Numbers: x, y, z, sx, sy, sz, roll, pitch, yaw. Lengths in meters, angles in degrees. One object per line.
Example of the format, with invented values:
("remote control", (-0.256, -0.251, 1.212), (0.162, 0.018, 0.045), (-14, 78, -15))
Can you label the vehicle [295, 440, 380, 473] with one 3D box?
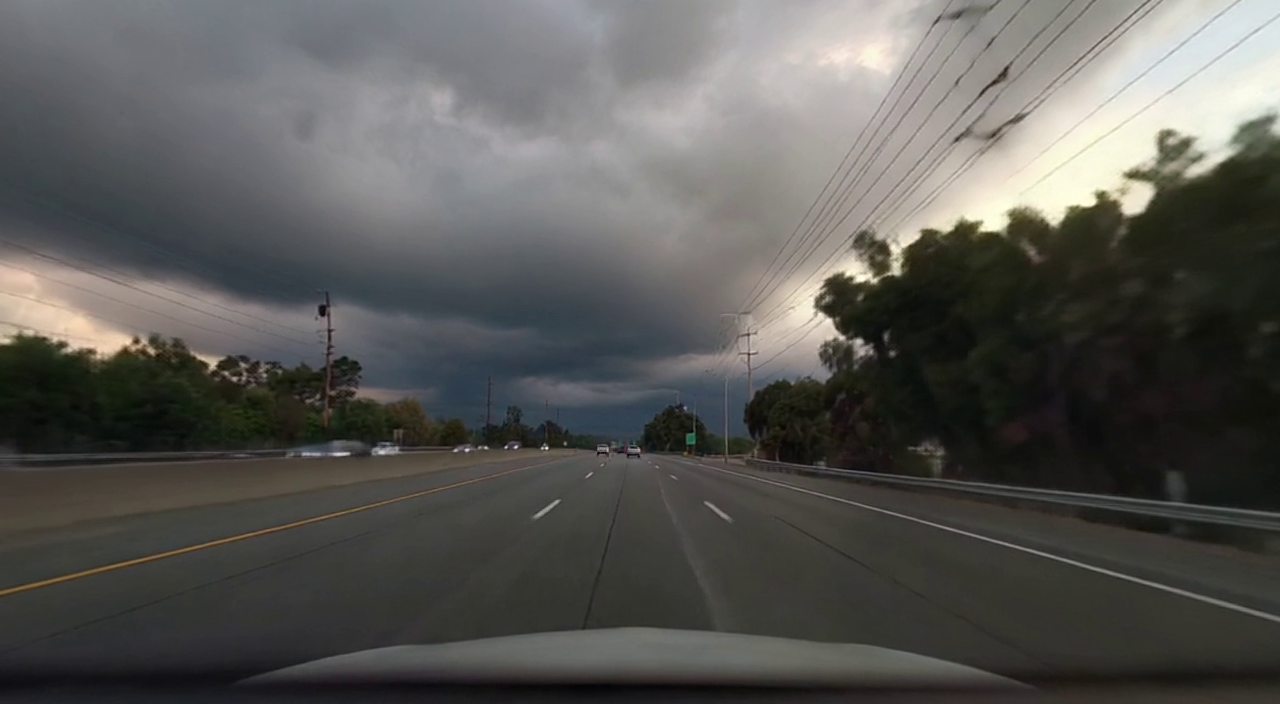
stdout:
("vehicle", (-14.325, 4.956, 30.171), (1.931, 1.471, 4.264), (0, -9, 0))
